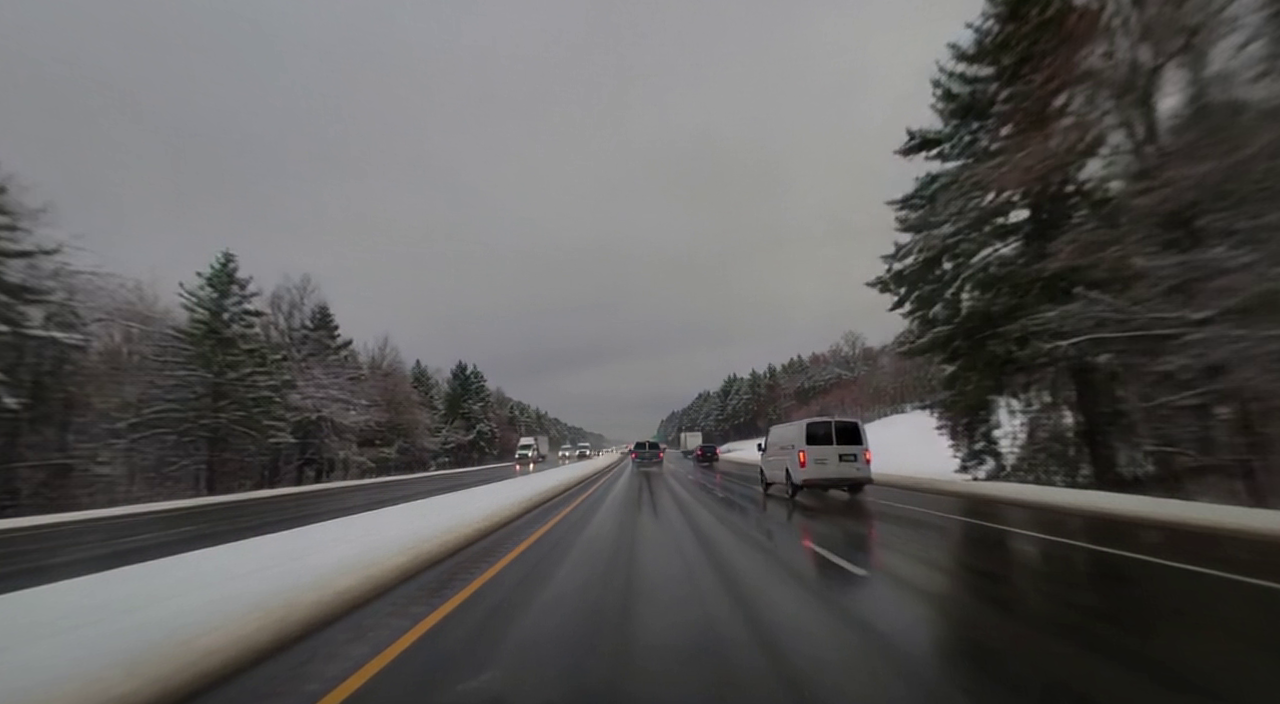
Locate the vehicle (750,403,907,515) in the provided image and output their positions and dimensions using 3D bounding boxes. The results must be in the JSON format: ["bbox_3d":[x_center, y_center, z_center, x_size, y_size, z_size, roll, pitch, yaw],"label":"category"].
[{"bbox_3d":[4.303,2.560,15.433,2.232,2.290,4.720,0,-9,-2],"label":"vehicle"}]

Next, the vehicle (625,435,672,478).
[{"bbox_3d":[0.396,5.099,30.870,2.143,1.925,4.101,0,-9,0],"label":"vehicle"}]

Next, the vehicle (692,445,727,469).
[{"bbox_3d":[4.630,7.026,42.342,1.868,1.566,3.509,0,-9,-1],"label":"vehicle"}]
